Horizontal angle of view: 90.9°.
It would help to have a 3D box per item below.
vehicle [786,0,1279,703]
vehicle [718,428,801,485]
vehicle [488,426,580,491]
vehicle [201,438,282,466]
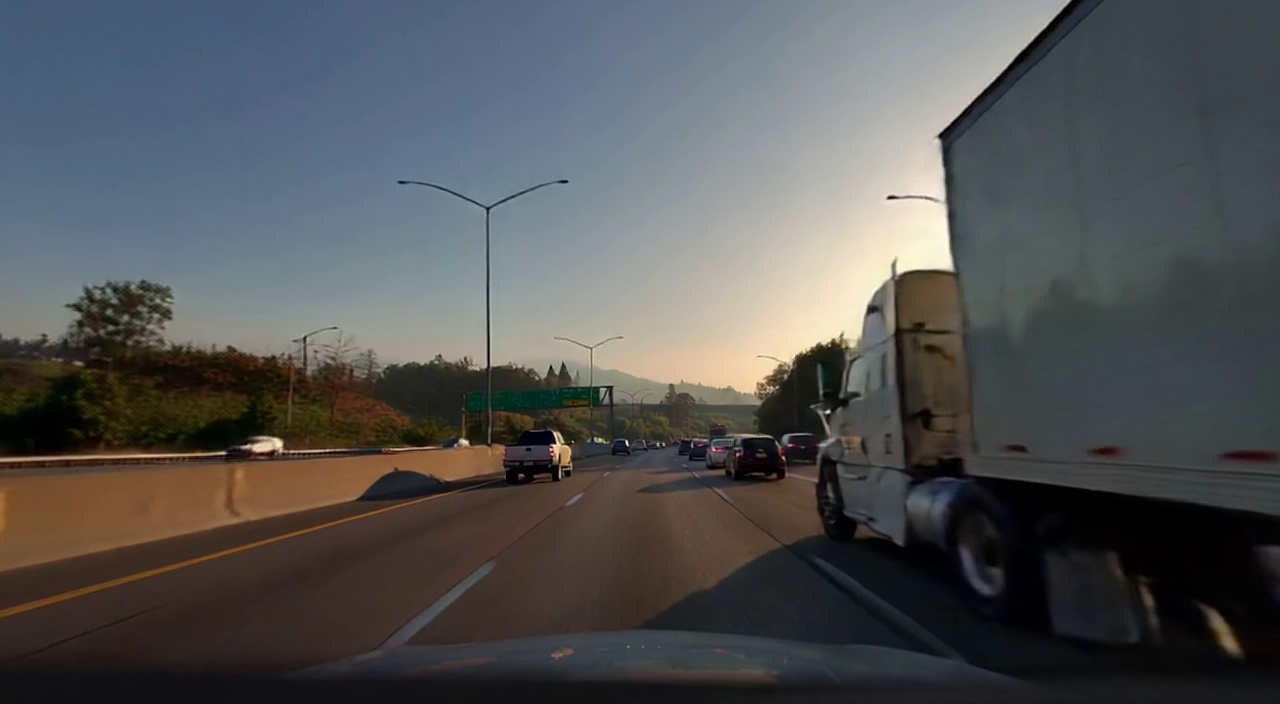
[{"bbox_3d":[3.642,0.187,5.816,3.059,3.981,6.593,-1,-8,1],"label":"vehicle"},{"bbox_3d":[3.983,3.575,21.820,1.991,1.715,4.455,-1,-8,0],"label":"vehicle"},{"bbox_3d":[-3.081,3.212,19.278,2.006,1.741,4.277,-1,-8,1],"label":"vehicle"},{"bbox_3d":[-26.078,6.528,41.446,1.982,1.710,4.550,-1,-8,6],"label":"vehicle"}]
